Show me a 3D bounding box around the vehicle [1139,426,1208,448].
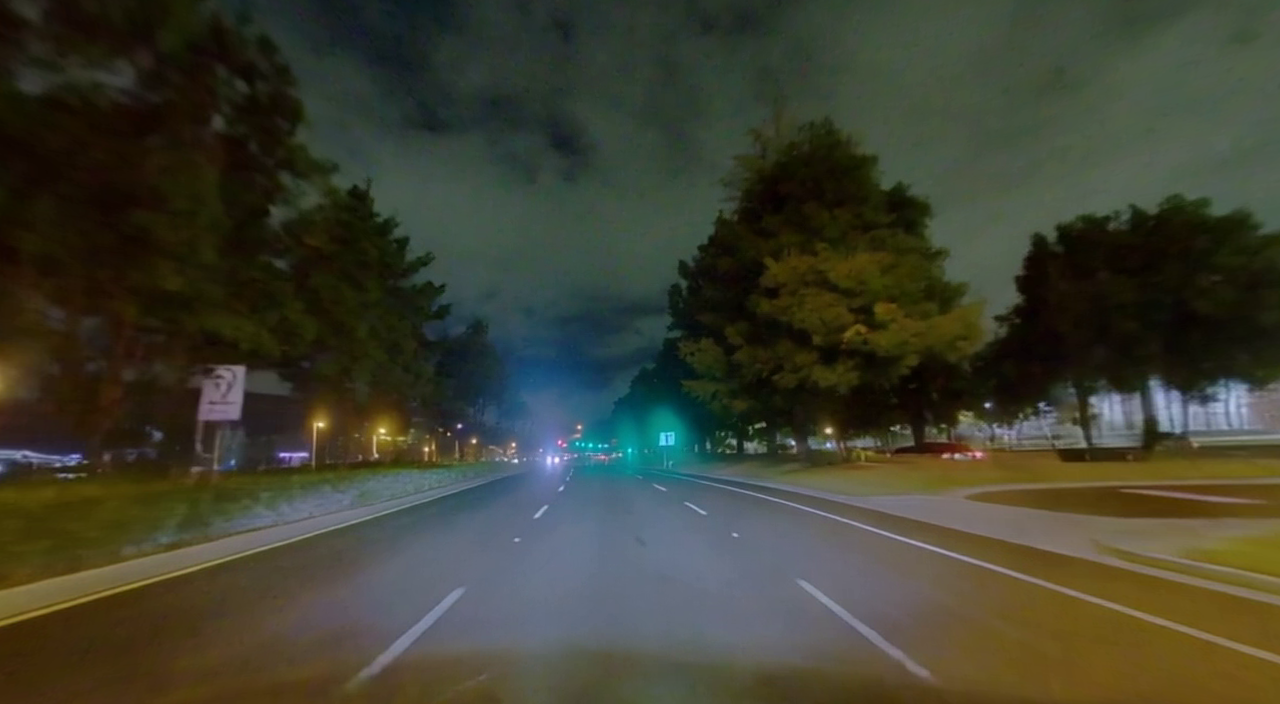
[{"bbox_3d":[41.757,6.677,49.610,1.787,1.584,4.606,0,-9,7],"label":"vehicle"}]
